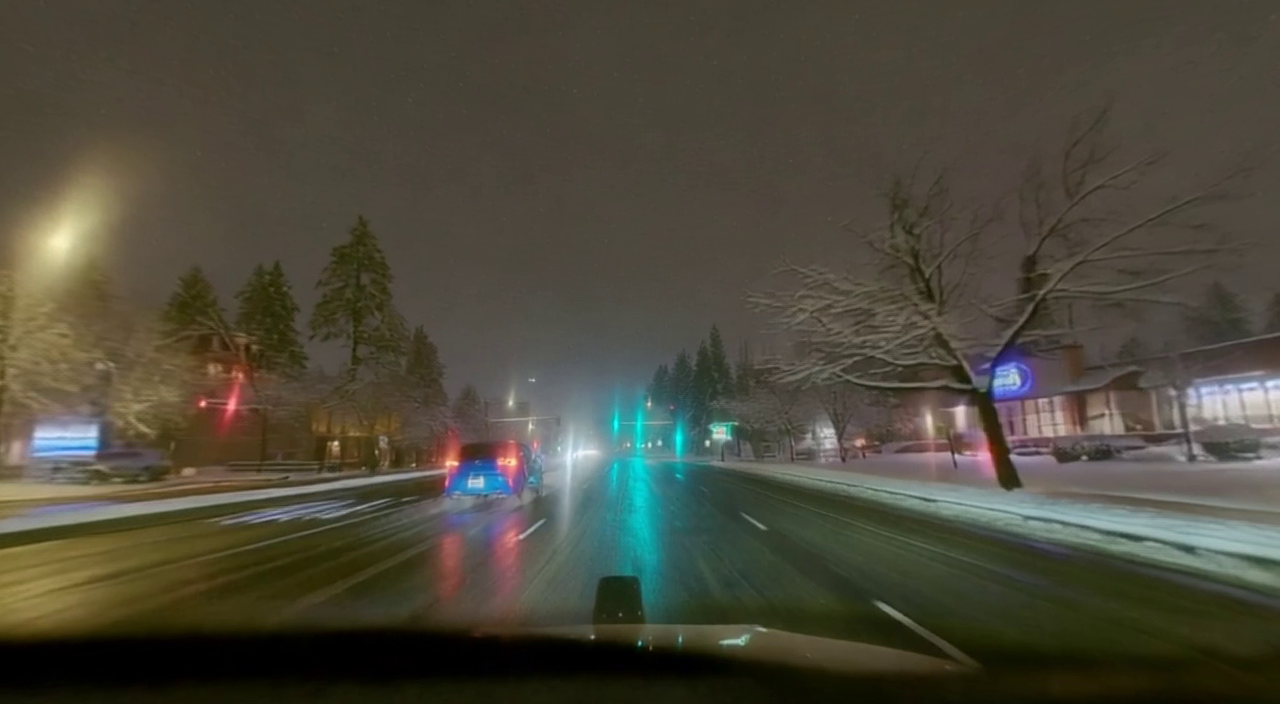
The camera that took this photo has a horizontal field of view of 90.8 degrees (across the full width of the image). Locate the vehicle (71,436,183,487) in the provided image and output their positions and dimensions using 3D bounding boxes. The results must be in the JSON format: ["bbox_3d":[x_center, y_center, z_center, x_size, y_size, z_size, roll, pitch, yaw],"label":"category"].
[{"bbox_3d":[-26.154,5.580,32.368,3.358,2.439,2.686,1,-8,-7],"label":"vehicle"}]

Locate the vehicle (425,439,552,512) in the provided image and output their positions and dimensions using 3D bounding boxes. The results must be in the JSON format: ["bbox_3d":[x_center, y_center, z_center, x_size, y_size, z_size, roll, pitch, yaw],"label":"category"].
[{"bbox_3d":[-3.450,2.876,15.248,2.005,1.477,4.169,0,-8,0],"label":"vehicle"}]
